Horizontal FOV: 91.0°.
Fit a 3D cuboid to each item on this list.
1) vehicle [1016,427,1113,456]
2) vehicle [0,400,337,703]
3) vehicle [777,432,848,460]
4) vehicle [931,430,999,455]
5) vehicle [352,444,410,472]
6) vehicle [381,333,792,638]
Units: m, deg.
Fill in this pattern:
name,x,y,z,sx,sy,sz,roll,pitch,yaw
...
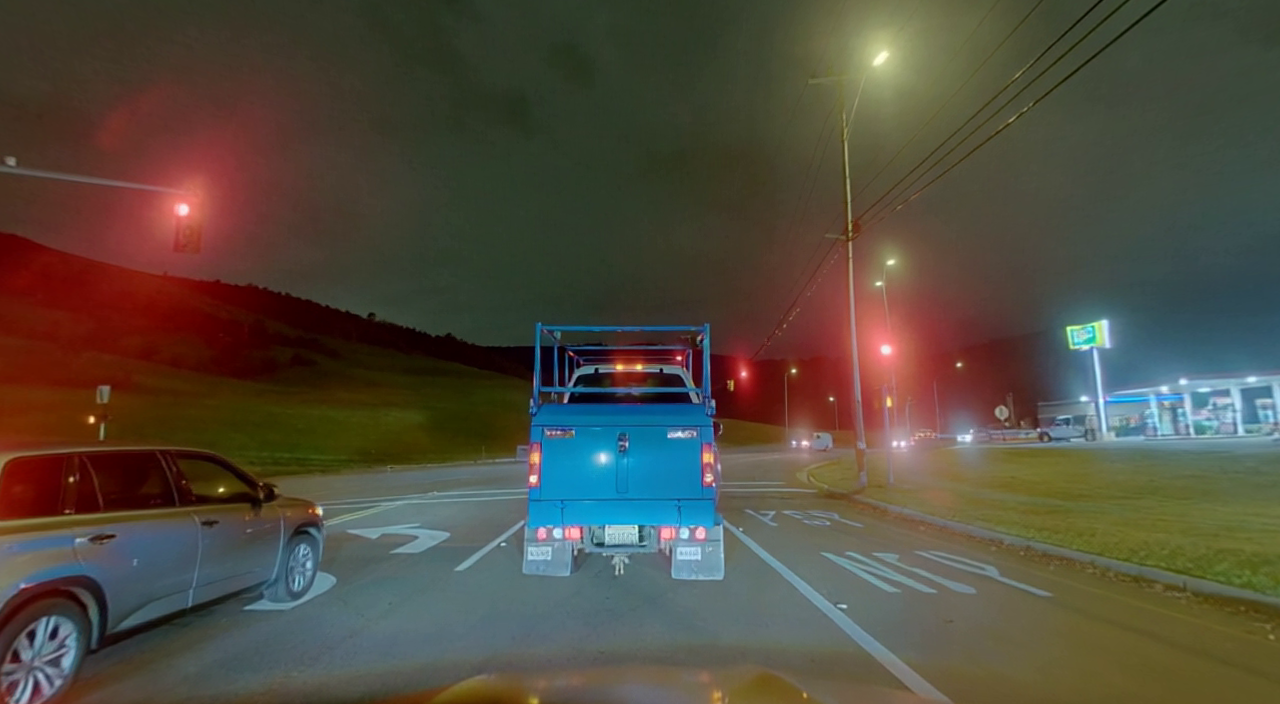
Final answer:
name,x,y,z,sx,sy,sz,roll,pitch,yaw
vehicle,25.535,5.398,37.960,4.419,1.496,1.854,-2,-9,1
vehicle,-3.963,1.193,3.989,2.017,1.555,4.150,-1,-9,0
vehicle,11.702,6.369,42.600,4.975,1.799,2.117,7,-11,-40
vehicle,24.047,6.715,46.515,5.021,1.757,2.012,5,-10,-30
vehicle,-17.149,7.016,41.912,2.133,1.690,4.331,0,-9,-3
vehicle,-0.428,1.328,7.219,2.859,2.144,5.406,0,-9,-1
